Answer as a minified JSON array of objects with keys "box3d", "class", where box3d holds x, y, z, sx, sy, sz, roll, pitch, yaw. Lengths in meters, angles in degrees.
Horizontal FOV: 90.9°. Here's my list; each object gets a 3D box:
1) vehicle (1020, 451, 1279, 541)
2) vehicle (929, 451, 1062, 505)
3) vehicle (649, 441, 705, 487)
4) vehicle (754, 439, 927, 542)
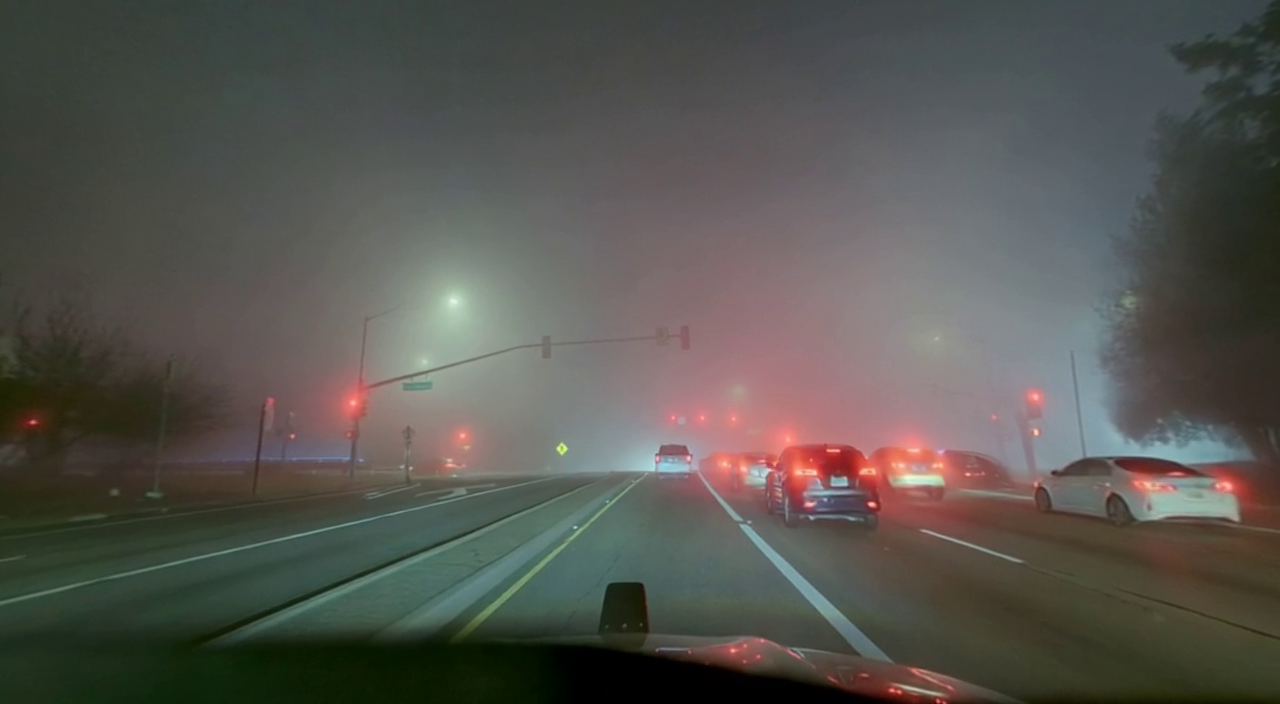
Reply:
[{"box3d":[9.799,2.707,12.525,1.884,1.422,4.262,0,-9,1],"class":"vehicle"},{"box3d":[11.158,3.956,20.188,1.842,1.466,4.379,-1,-8,3],"class":"vehicle"},{"box3d":[1.520,4.792,27.396,2.245,1.800,4.522,0,-8,1],"class":"vehicle"},{"box3d":[3.476,2.455,11.869,2.078,1.578,4.107,0,-9,3],"class":"vehicle"}]
